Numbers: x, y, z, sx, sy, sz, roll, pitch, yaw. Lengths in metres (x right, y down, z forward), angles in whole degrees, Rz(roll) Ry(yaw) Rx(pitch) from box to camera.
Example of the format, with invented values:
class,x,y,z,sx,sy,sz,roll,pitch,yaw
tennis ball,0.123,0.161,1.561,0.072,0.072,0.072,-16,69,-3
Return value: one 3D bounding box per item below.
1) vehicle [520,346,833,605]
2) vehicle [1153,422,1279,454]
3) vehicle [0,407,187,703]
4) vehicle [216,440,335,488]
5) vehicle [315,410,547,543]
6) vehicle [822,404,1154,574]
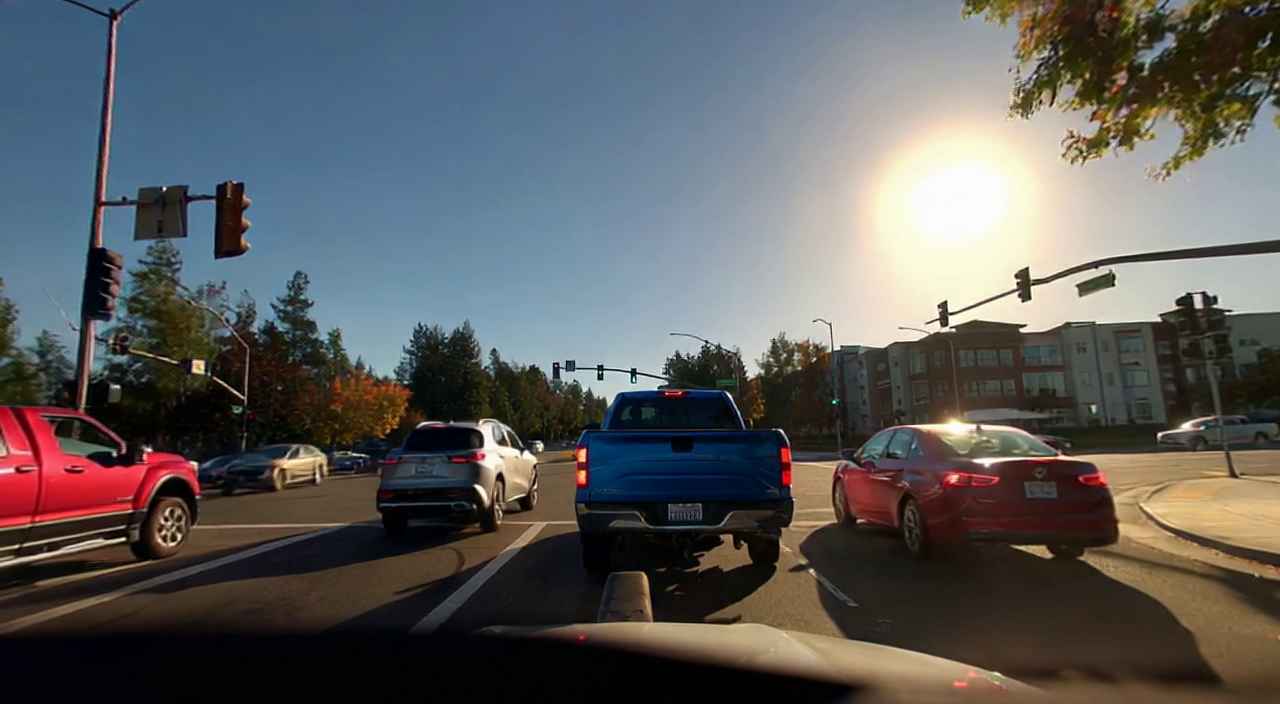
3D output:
class,x,y,z,sx,sy,sz,roll,pitch,yaw
vehicle,0.334,1.334,7.557,2.505,2.084,4.768,0,-8,1
vehicle,27.746,4.126,30.132,4.681,1.458,1.908,0,-8,-1
vehicle,-3.386,0.738,0.881,1.998,1.481,4.656,0,-8,1
vehicle,-16.147,4.944,28.363,2.109,1.936,5.330,0,-8,0
vehicle,-3.153,2.007,10.827,2.125,1.739,4.707,0,-8,3
vehicle,4.058,1.664,8.398,1.984,1.659,4.226,0,-8,0
